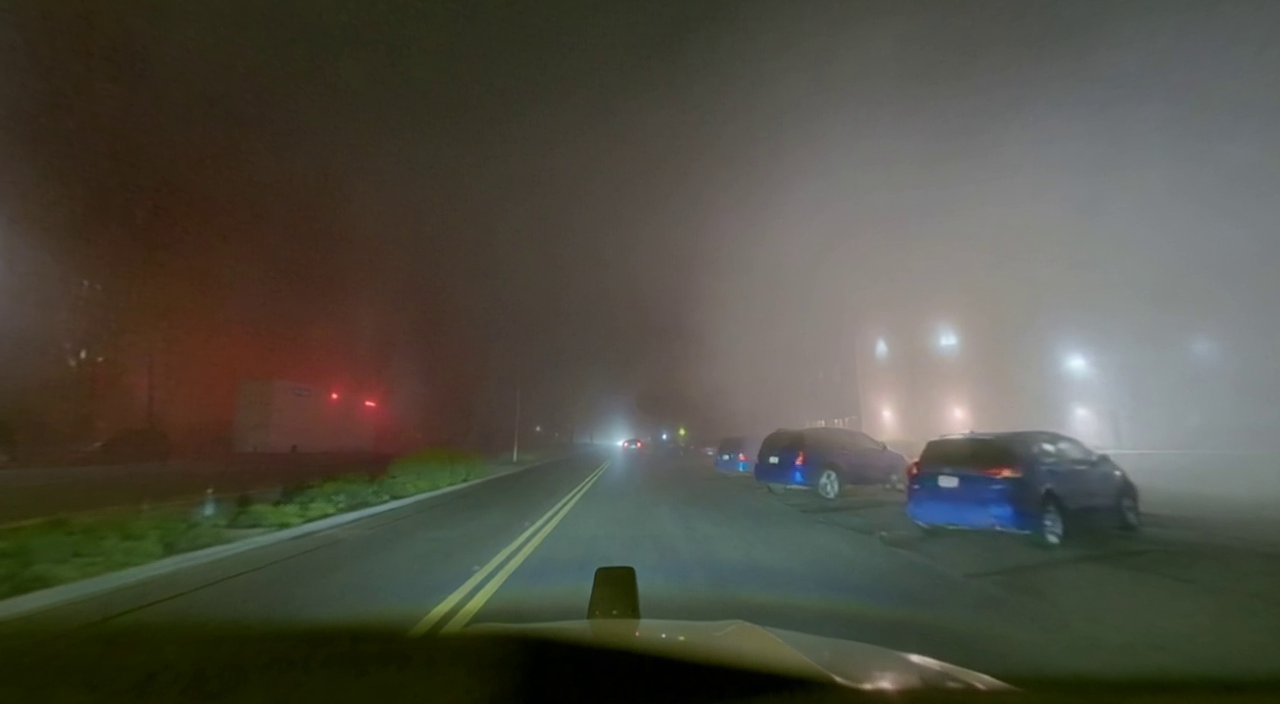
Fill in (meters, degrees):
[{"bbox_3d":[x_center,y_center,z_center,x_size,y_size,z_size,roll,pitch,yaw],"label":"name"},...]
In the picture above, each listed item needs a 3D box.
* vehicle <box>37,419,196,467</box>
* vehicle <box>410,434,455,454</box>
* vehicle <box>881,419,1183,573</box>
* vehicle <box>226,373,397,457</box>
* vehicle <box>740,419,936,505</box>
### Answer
[{"bbox_3d":[-18.714,3.293,22.841,1.909,1.518,4.459,-1,-8,0],"label":"vehicle"},{"bbox_3d":[-15.914,7.106,48.612,1.909,1.465,4.758,0,-8,-1],"label":"vehicle"},{"bbox_3d":[5.097,1.626,7.970,4.275,1.428,1.774,6,-10,-38],"label":"vehicle"},{"bbox_3d":[-19.045,4.122,38.369,3.054,4.140,14.110,-1,-8,-1],"label":"vehicle"},{"bbox_3d":[4.648,2.450,14.523,4.585,1.660,1.969,6,-10,-37],"label":"vehicle"}]
